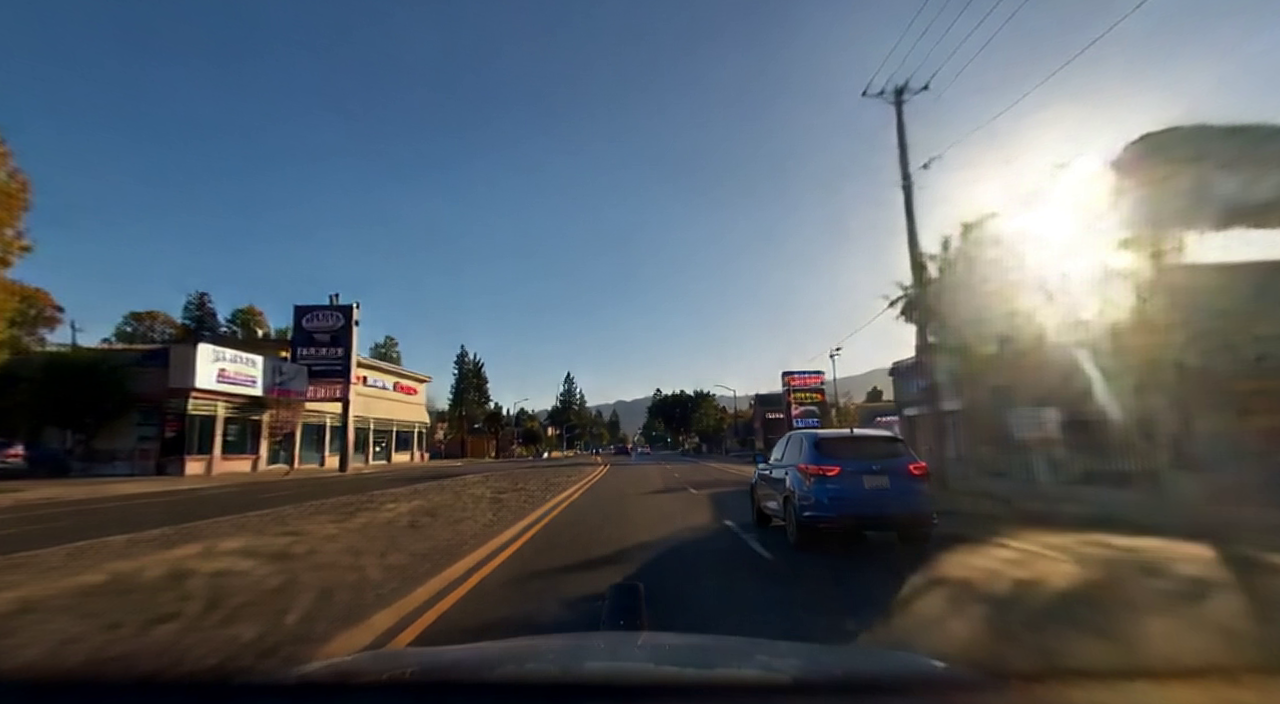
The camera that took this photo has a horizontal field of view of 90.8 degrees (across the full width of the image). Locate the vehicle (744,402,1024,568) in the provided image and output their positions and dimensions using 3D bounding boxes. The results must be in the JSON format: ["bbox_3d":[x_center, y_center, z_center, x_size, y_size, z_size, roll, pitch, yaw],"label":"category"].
[{"bbox_3d":[3.039,1.789,9.232,2.130,1.790,4.615,0,-9,-1],"label":"vehicle"}]
